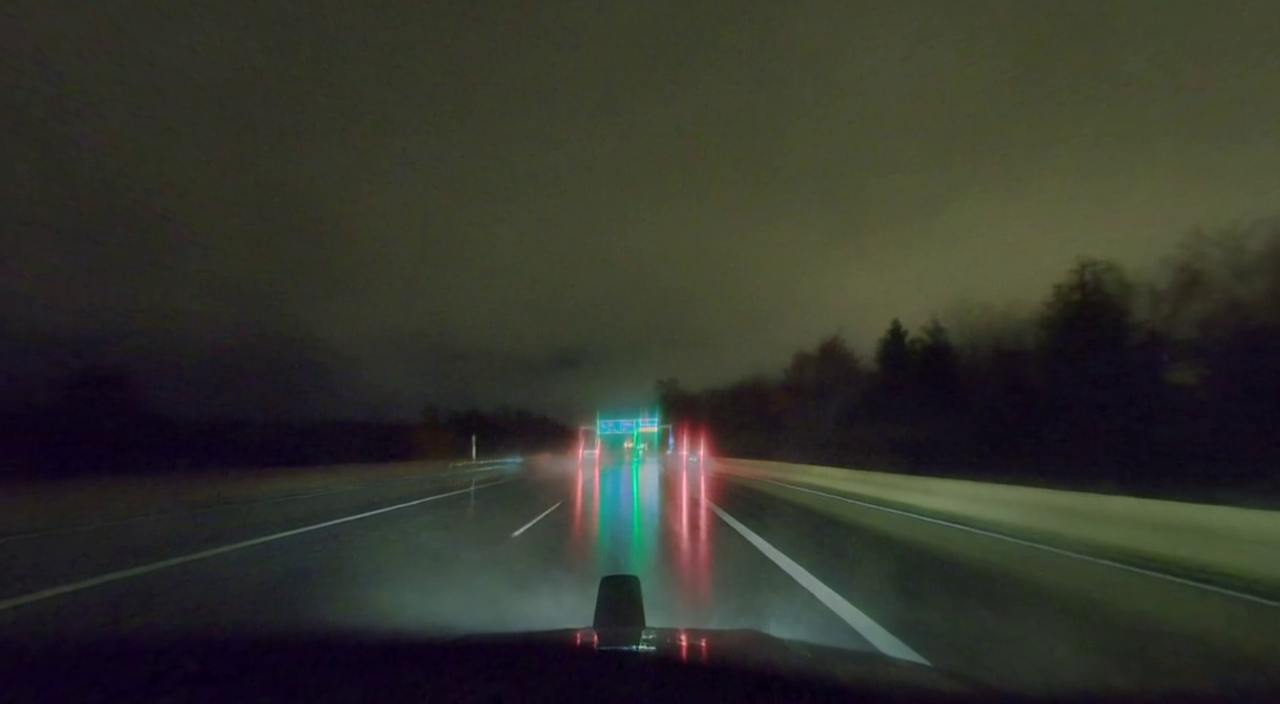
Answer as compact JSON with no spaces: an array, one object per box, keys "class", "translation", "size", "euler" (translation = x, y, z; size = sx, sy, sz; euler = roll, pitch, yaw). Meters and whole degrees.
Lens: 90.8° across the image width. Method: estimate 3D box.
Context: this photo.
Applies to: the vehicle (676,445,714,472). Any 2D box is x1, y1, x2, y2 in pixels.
[{"class":"vehicle","translation":[3.766,7.416,44.064],"size":[2.133,1.746,4.511],"euler":[0,-9,-1]}]
